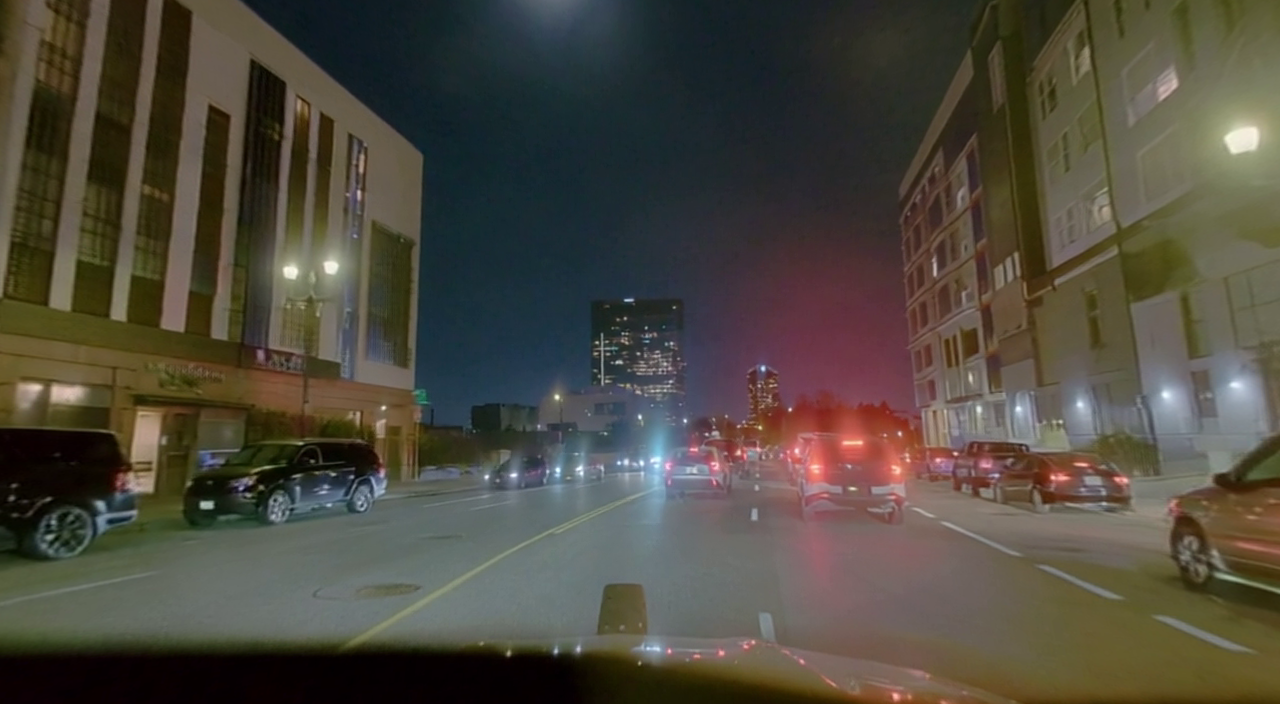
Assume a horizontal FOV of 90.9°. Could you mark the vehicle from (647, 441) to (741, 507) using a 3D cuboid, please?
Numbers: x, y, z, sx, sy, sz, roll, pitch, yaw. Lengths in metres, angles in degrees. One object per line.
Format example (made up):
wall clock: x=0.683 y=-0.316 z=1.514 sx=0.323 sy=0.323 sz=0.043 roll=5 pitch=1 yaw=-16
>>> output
vehicle: x=1.507 y=3.051 z=16.227 sx=2.031 sy=1.461 sz=3.763 roll=-2 pitch=-9 yaw=11

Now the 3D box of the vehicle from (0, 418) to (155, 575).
vehicle: x=-8.788 y=1.664 z=7.111 sx=2.070 sy=1.854 sz=4.985 roll=-2 pitch=-9 yaw=11

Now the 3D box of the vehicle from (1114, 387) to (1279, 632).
vehicle: x=5.717 y=1.137 z=4.451 sx=2.088 sy=1.775 sz=4.454 roll=-2 pitch=-9 yaw=14

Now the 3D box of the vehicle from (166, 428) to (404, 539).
vehicle: x=-7.375 y=2.709 z=13.713 sx=1.934 sy=1.770 sz=4.546 roll=-9 pitch=-10 yaw=12

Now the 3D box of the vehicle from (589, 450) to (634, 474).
vehicle: x=-1.864 y=7.333 z=42.281 sx=2.040 sy=1.492 sz=4.318 roll=-2 pitch=-9 yaw=11

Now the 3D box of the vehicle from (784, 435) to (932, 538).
vehicle: x=3.760 y=2.338 z=11.668 sx=1.982 sy=1.510 sz=4.144 roll=-2 pitch=-9 yaw=11

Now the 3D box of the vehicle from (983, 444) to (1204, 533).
vehicle: x=9.156 y=2.716 z=13.364 sx=1.901 sy=1.500 sz=4.729 roll=-2 pitch=-9 yaw=11

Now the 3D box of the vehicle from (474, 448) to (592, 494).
vehicle: x=-3.820 y=4.313 z=23.321 sx=1.928 sy=1.503 sz=4.322 roll=-5 pitch=-10 yaw=31
